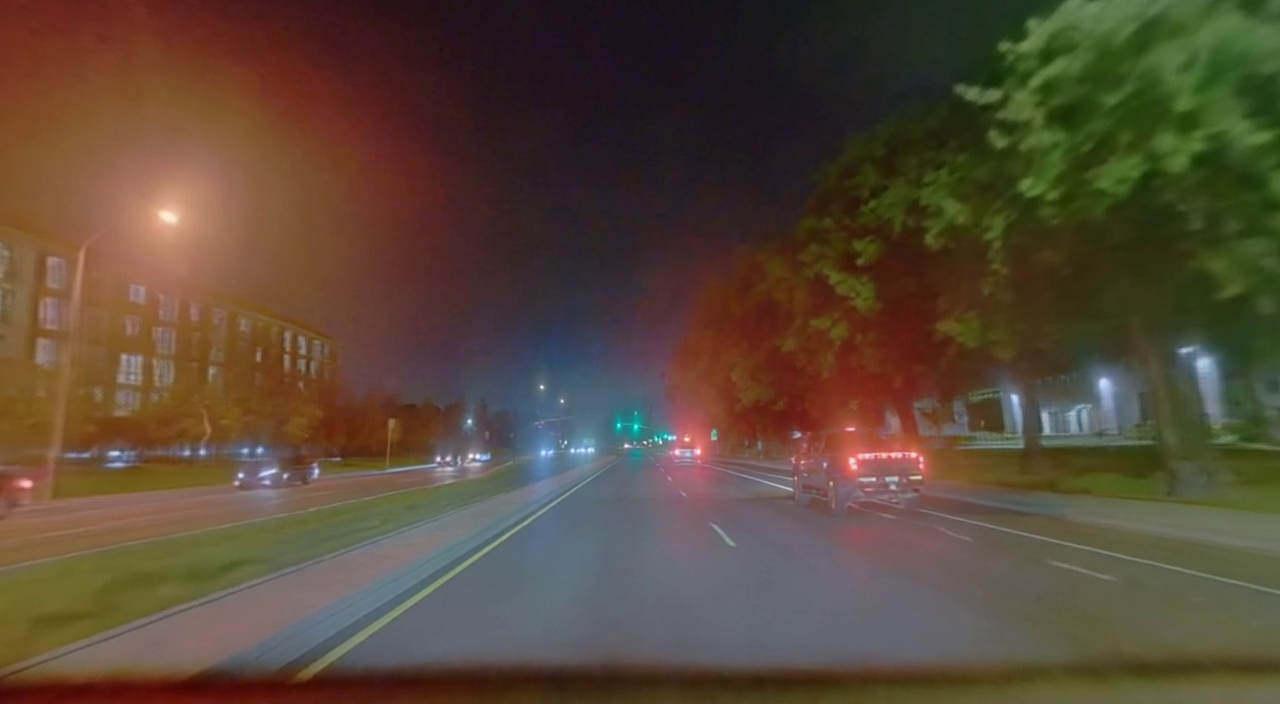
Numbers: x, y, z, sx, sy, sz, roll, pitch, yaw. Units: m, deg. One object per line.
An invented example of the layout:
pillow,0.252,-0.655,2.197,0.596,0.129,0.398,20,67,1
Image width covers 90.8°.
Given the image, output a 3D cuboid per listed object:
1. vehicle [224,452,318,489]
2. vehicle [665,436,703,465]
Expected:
vehicle,-16.781,5.382,28.966,1.857,1.519,3.969,0,-8,1
vehicle,2.933,6.713,43.210,2.085,1.828,5.383,0,-8,-1
